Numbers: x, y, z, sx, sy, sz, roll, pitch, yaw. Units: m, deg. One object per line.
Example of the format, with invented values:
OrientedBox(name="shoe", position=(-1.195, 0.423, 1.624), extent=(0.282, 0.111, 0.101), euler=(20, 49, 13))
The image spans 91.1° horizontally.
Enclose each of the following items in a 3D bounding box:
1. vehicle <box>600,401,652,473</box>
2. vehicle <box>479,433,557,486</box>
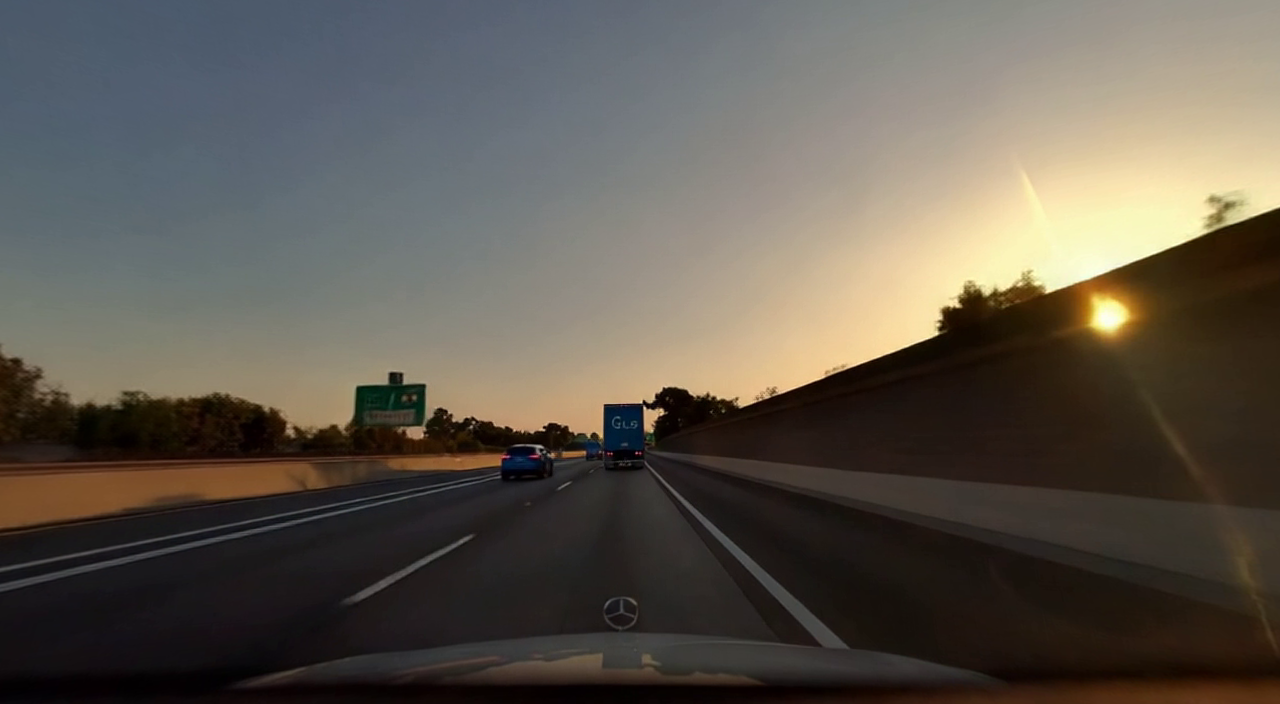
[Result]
OrientedBox(name="vehicle", position=(-0.938, 5.560, 40.395), extent=(2.923, 4.007, 9.760), euler=(0, -9, -2))
OrientedBox(name="vehicle", position=(-4.841, 4.380, 25.827), extent=(2.226, 1.935, 5.130), euler=(0, -9, -1))
